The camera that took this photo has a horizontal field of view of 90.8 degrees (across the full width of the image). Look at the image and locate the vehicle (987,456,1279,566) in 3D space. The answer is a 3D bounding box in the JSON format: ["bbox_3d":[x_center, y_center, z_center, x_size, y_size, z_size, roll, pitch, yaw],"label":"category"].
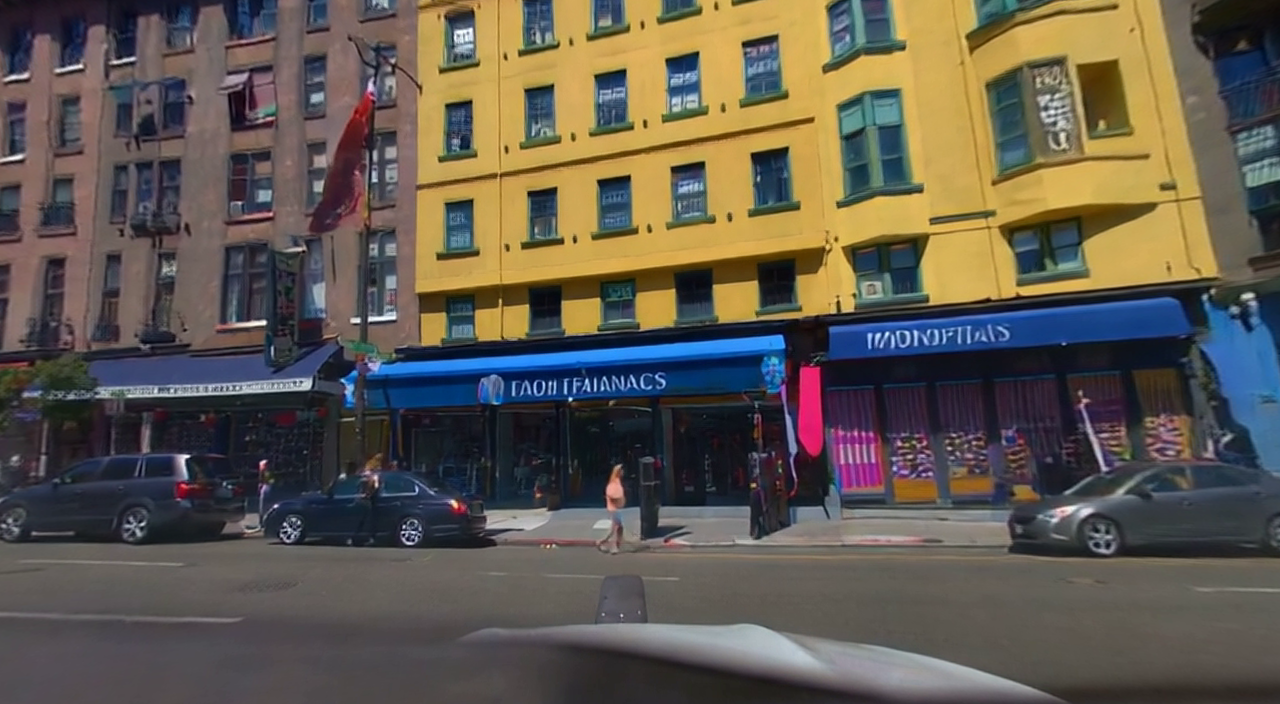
[{"bbox_3d":[8.963,2.735,11.229,4.410,1.687,1.834,-1,-8,6],"label":"vehicle"}]

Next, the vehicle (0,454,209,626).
[{"bbox_3d":[-7.498,1.885,7.025,4.330,1.458,1.932,-2,-8,13],"label":"vehicle"}]

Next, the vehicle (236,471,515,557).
[{"bbox_3d":[-5.140,3.154,12.627,4.830,1.421,1.826,-1,-8,8],"label":"vehicle"}]
